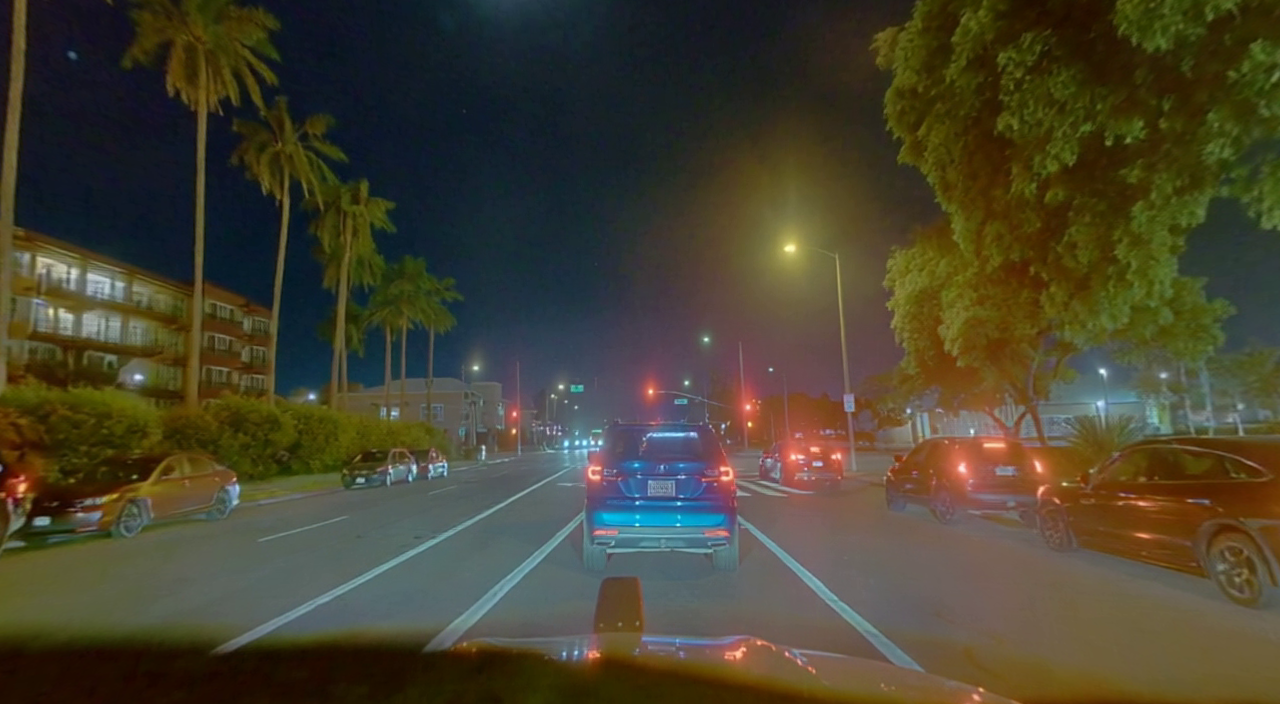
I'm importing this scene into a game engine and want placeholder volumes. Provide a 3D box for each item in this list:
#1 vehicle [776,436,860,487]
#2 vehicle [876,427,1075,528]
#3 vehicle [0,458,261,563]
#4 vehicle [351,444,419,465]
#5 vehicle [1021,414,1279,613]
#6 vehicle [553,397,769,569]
[{"bbox_3d":[6.518,4.042,23.606,1.948,1.729,4.023,0,-8,0],"label":"vehicle"},{"bbox_3d":[6.668,2.521,13.238,1.930,1.736,4.329,-1,-8,3],"label":"vehicle"},{"bbox_3d":[-9.582,2.806,11.889,2.054,1.467,4.595,-3,-9,0],"label":"vehicle"},{"bbox_3d":[-18.750,7.574,46.664,1.759,1.457,4.297,-7,-11,37],"label":"vehicle"},{"bbox_3d":[6.440,1.599,6.920,1.935,1.672,4.139,0,-8,1],"label":"vehicle"},{"bbox_3d":[0.261,1.696,8.871,2.264,1.798,4.258,0,-8,1],"label":"vehicle"}]
